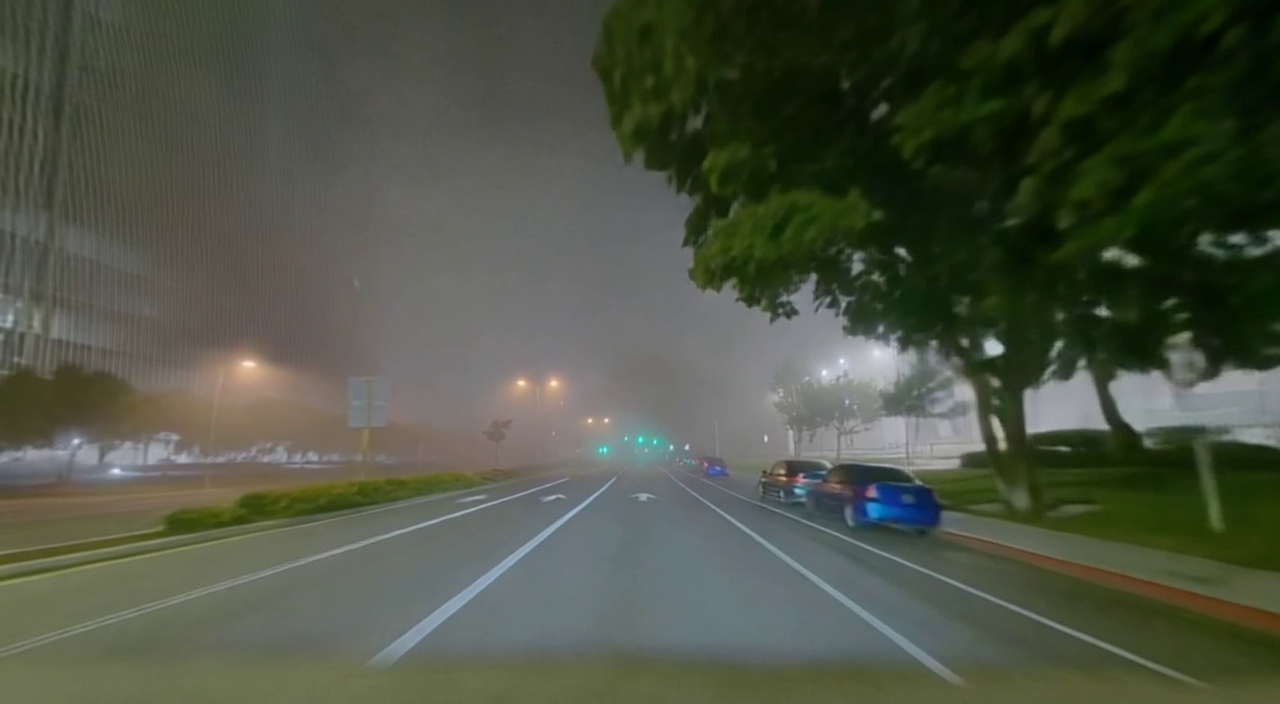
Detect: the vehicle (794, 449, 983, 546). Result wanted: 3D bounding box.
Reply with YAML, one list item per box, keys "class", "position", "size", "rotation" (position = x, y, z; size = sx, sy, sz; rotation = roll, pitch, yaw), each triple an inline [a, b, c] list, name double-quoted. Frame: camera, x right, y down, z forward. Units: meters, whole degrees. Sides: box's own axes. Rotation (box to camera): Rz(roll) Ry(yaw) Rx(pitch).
- class: "vehicle"
  position: [4.526, 2.672, 12.329]
  size: [1.909, 1.503, 4.368]
  rotation: [0, -9, 0]

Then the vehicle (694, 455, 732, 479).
- class: "vehicle"
  position: [4.676, 7.393, 40.798]
  size: [1.872, 1.420, 4.201]
  rotation: [0, -9, -1]
